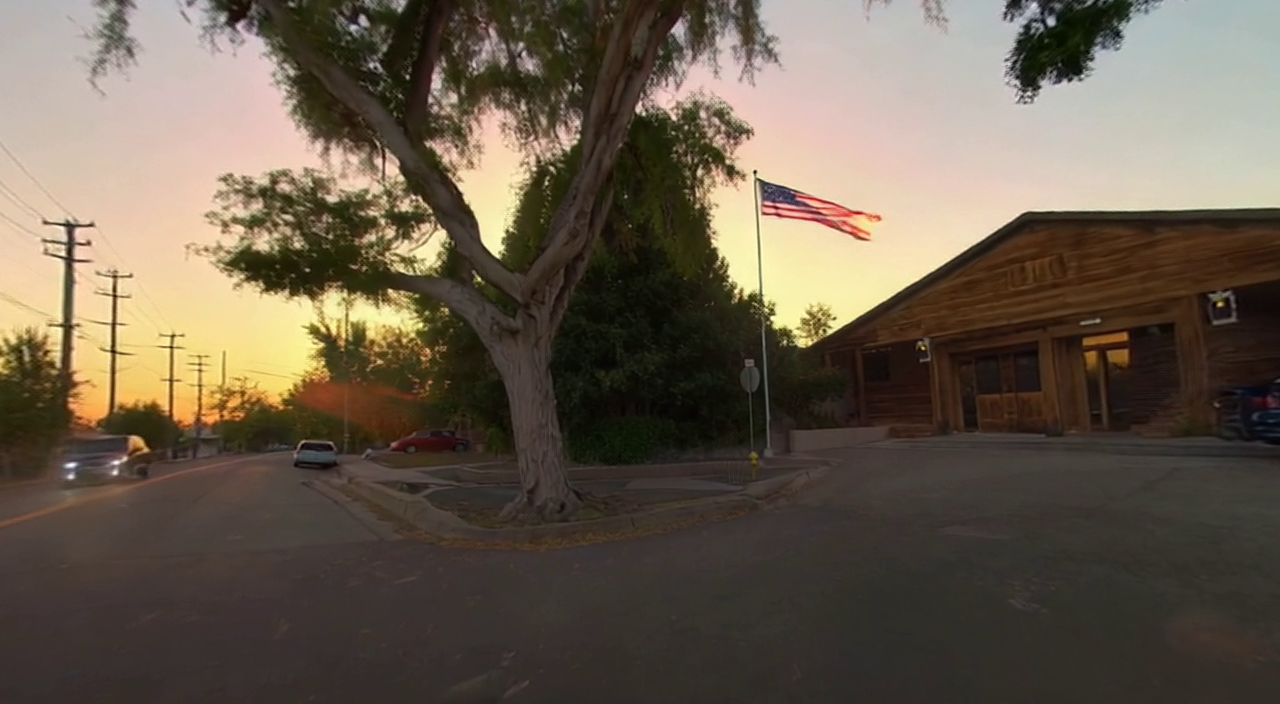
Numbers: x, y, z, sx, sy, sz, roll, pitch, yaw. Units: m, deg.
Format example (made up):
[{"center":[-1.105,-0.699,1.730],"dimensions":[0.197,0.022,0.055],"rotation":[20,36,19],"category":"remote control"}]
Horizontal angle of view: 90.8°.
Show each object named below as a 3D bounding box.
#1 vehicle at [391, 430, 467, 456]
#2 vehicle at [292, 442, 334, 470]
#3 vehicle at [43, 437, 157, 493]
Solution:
[{"center":[-14.791,6.376,44.374],"dimensions":[4.767,1.735,1.920],"rotation":[4,-10,-28],"category":"vehicle"},{"center":[-18.668,5.888,36.029],"dimensions":[1.941,1.460,4.206],"rotation":[4,-10,-28],"category":"vehicle"},{"center":[-19.505,4.061,23.085],"dimensions":[2.086,1.798,4.511],"rotation":[4,-10,-27],"category":"vehicle"}]
